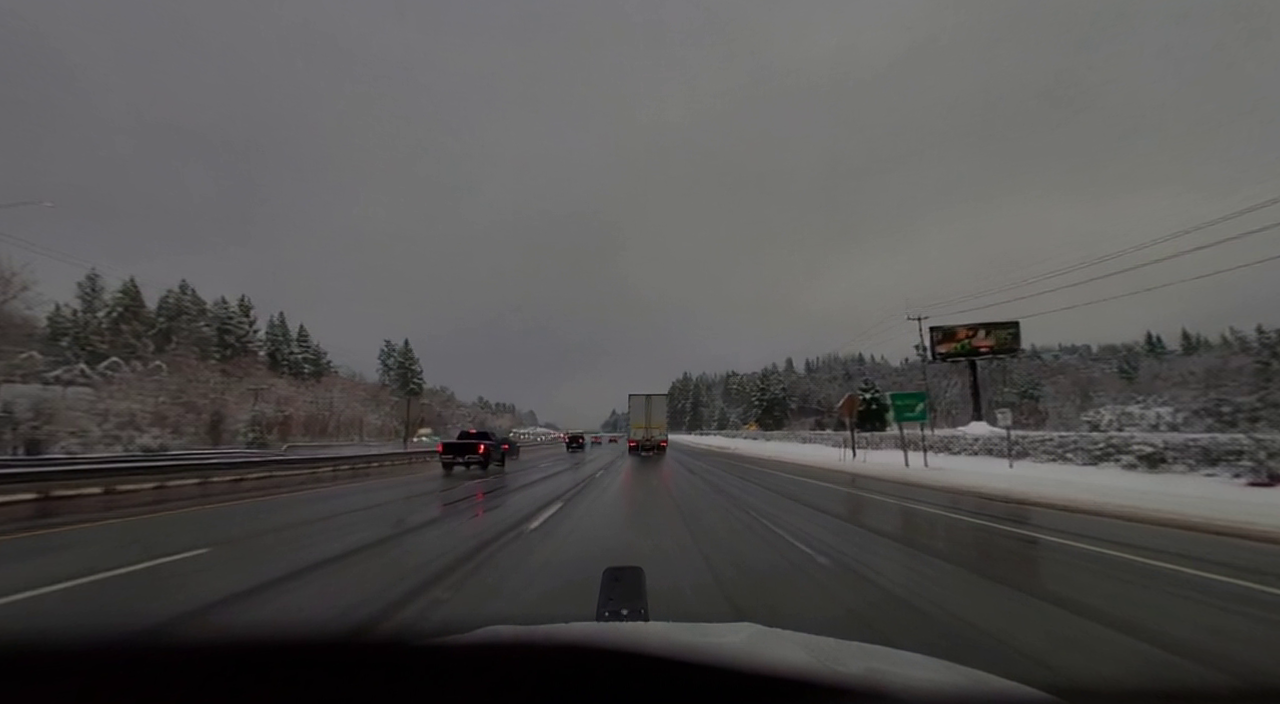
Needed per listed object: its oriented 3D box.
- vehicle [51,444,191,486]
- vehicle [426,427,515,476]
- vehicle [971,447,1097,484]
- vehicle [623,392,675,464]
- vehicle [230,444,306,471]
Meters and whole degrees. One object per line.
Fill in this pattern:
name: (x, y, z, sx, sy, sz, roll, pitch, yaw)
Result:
vehicle: (-19.707, 4.280, 24.202, 2.010, 1.450, 3.821, 0, -8, 2)
vehicle: (-6.941, 4.169, 26.566, 2.197, 1.847, 5.364, 0, -8, 1)
vehicle: (17.829, 5.140, 28.855, 1.757, 1.437, 4.897, 5, -10, -16)
vehicle: (0.726, 5.060, 40.981, 2.879, 4.027, 11.243, -1, -8, 2)
vehicle: (-21.498, 6.078, 36.640, 1.810, 1.460, 4.034, -1, -8, 1)
